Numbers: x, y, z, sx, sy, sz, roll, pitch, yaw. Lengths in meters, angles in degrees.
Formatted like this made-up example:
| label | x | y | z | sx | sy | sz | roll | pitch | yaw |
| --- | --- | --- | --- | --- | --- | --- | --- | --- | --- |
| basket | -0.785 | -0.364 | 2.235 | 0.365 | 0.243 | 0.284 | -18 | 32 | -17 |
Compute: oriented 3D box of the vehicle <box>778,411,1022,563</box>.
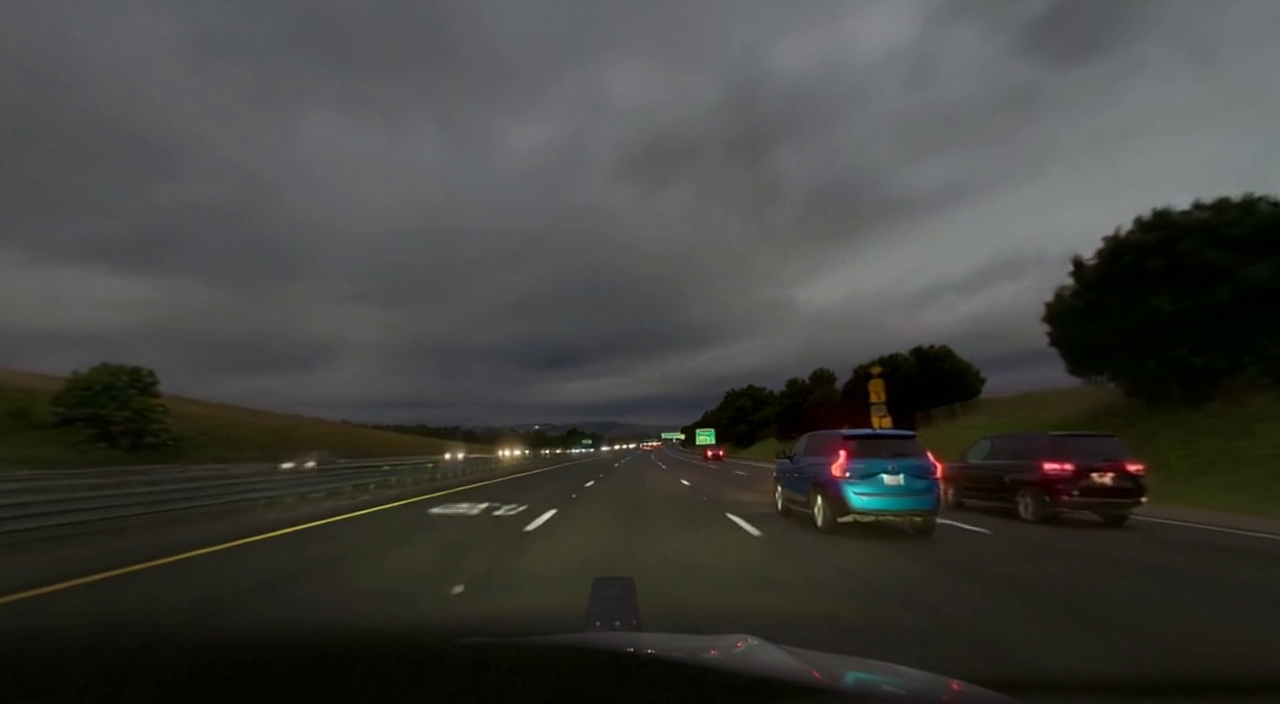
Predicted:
| label | x | y | z | sx | sy | sz | roll | pitch | yaw |
| --- | --- | --- | --- | --- | --- | --- | --- | --- | --- |
| vehicle | 3.482 | 1.887 | 9.397 | 1.784 | 1.733 | 4.141 | 0 | -9 | -1 |

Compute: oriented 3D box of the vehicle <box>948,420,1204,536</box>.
| label | x | y | z | sx | sy | sz | roll | pitch | yaw |
| --- | --- | --- | --- | --- | --- | --- | --- | --- | --- |
| vehicle | 7.781 | 2.264 | 11.758 | 1.898 | 1.798 | 3.805 | 0 | -9 | -2 |
